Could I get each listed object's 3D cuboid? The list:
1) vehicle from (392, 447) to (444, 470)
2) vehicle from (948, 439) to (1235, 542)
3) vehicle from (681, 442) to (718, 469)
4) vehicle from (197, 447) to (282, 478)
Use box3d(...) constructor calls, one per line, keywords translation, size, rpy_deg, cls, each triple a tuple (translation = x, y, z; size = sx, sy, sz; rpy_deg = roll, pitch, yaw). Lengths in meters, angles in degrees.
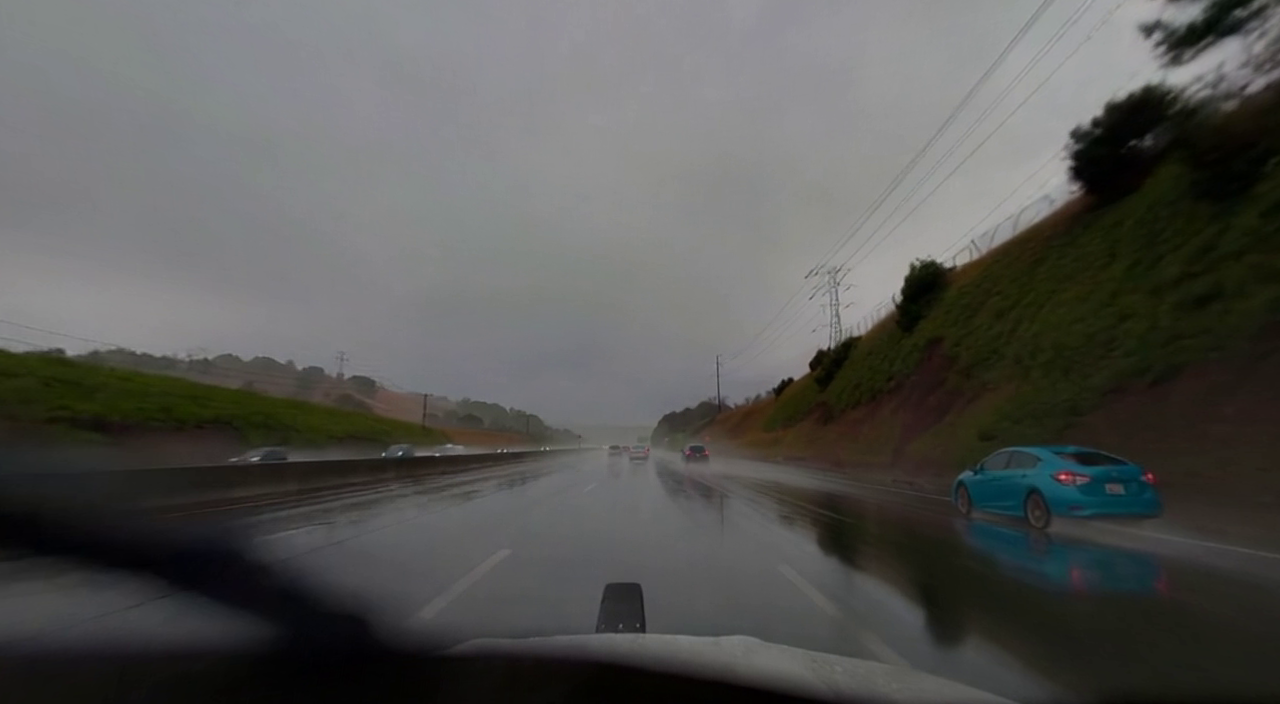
box3d(translation=(-15.884, 7.622, 45.313), size=(1.905, 1.556, 4.773), rpy_deg=(0, -9, 2), cls="vehicle")
box3d(translation=(8.103, 2.489, 12.097), size=(1.970, 1.545, 4.818), rpy_deg=(0, -8, 0), cls="vehicle")
box3d(translation=(4.108, 7.209, 44.137), size=(2.159, 1.782, 4.673), rpy_deg=(0, -8, 0), cls="vehicle")
box3d(translation=(-23.520, 6.464, 37.191), size=(1.962, 1.642, 4.490), rpy_deg=(0, -8, 1), cls="vehicle")
